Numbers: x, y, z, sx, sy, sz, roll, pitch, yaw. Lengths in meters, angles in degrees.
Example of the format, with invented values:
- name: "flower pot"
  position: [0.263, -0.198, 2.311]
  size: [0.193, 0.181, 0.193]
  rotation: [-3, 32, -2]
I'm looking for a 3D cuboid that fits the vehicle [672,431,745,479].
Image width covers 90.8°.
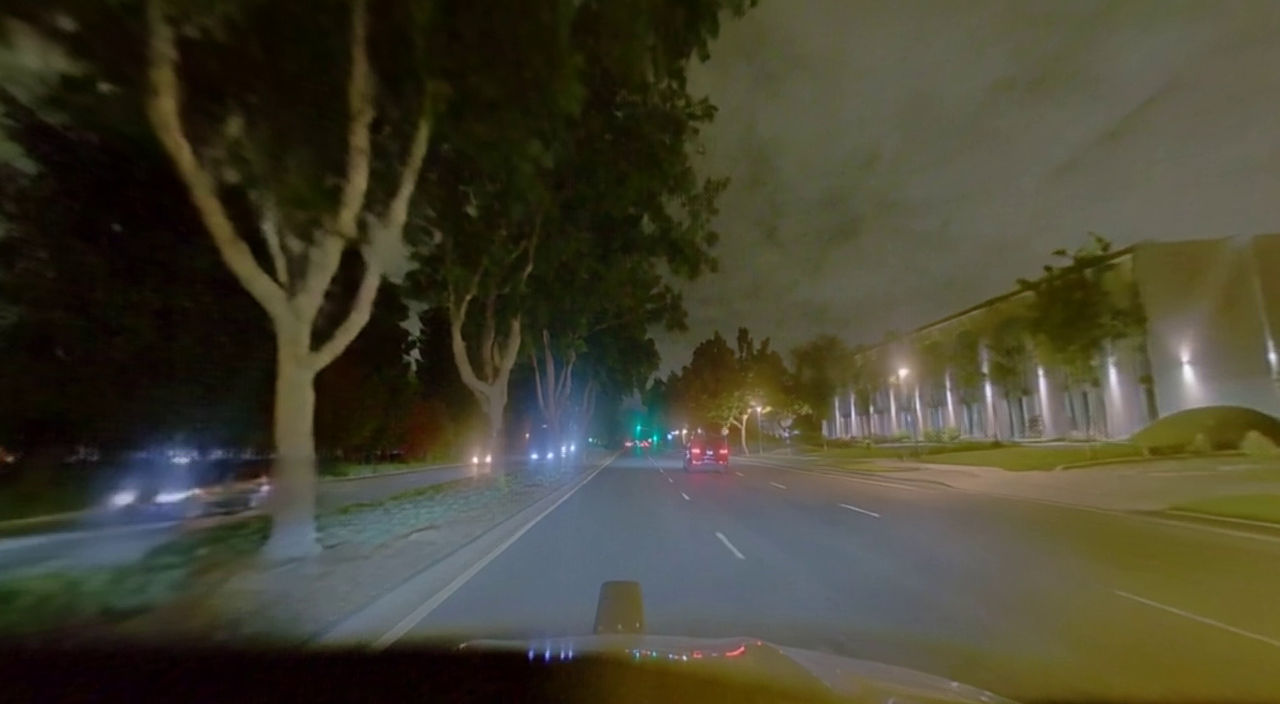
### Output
- name: "vehicle"
  position: [2.630, 4.123, 25.531]
  size: [2.240, 1.740, 4.605]
  rotation: [0, -8, -2]

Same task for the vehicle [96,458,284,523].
- name: "vehicle"
  position: [-11.957, 3.665, 17.250]
  size: [1.834, 1.415, 4.509]
  rotation: [0, -8, 0]
